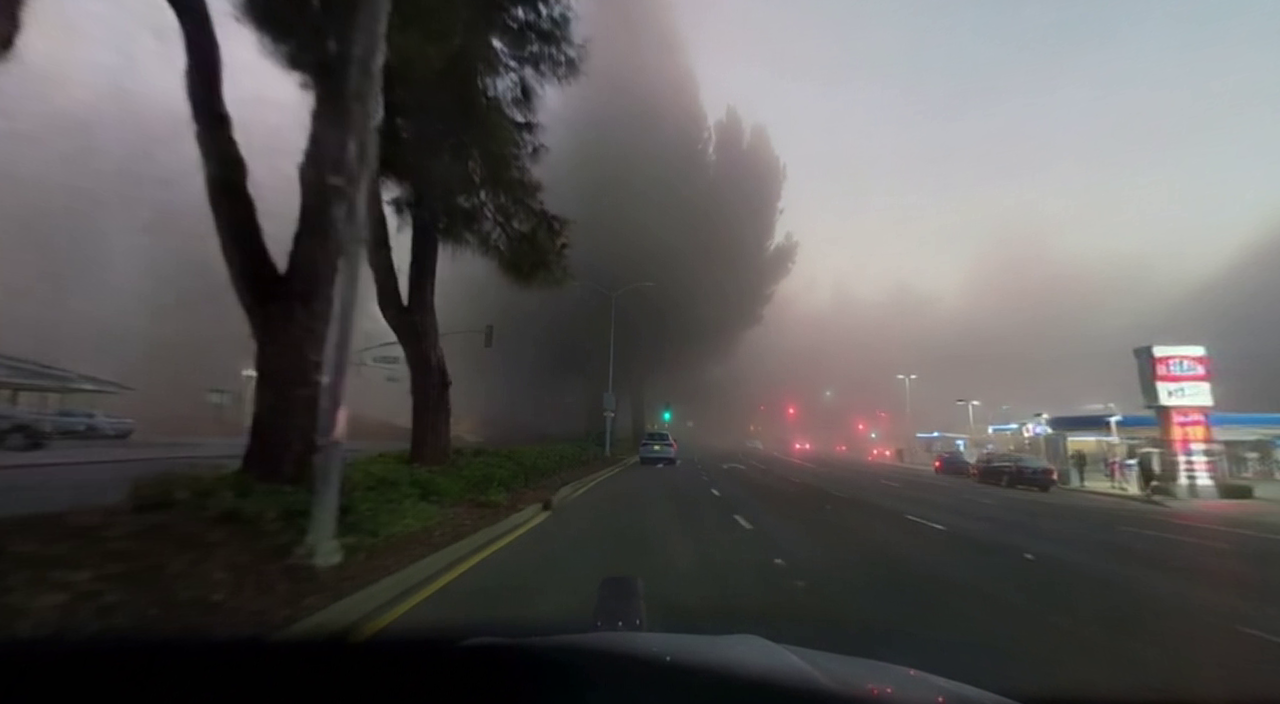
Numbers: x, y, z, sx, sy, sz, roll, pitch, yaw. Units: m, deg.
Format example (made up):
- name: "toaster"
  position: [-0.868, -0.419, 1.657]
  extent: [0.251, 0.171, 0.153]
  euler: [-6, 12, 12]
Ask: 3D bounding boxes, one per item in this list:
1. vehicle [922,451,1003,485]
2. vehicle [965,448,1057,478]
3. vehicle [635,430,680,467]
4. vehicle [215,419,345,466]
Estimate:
- name: "vehicle"
  position: [15.334, 5.499, 30.370]
  extent: [2.099, 1.464, 4.615]
  euler: [-2, -9, 9]
- name: "vehicle"
  position: [21.163, 6.325, 36.083]
  extent: [4.331, 1.604, 1.858]
  euler: [2, -9, -14]
- name: "vehicle"
  position: [0.883, 4.785, 31.368]
  extent: [2.055, 1.655, 4.204]
  euler: [-1, -8, 2]
- name: "vehicle"
  position: [-12.398, 3.170, 22.115]
  extent: [2.027, 1.486, 4.105]
  euler: [-1, -8, 2]
